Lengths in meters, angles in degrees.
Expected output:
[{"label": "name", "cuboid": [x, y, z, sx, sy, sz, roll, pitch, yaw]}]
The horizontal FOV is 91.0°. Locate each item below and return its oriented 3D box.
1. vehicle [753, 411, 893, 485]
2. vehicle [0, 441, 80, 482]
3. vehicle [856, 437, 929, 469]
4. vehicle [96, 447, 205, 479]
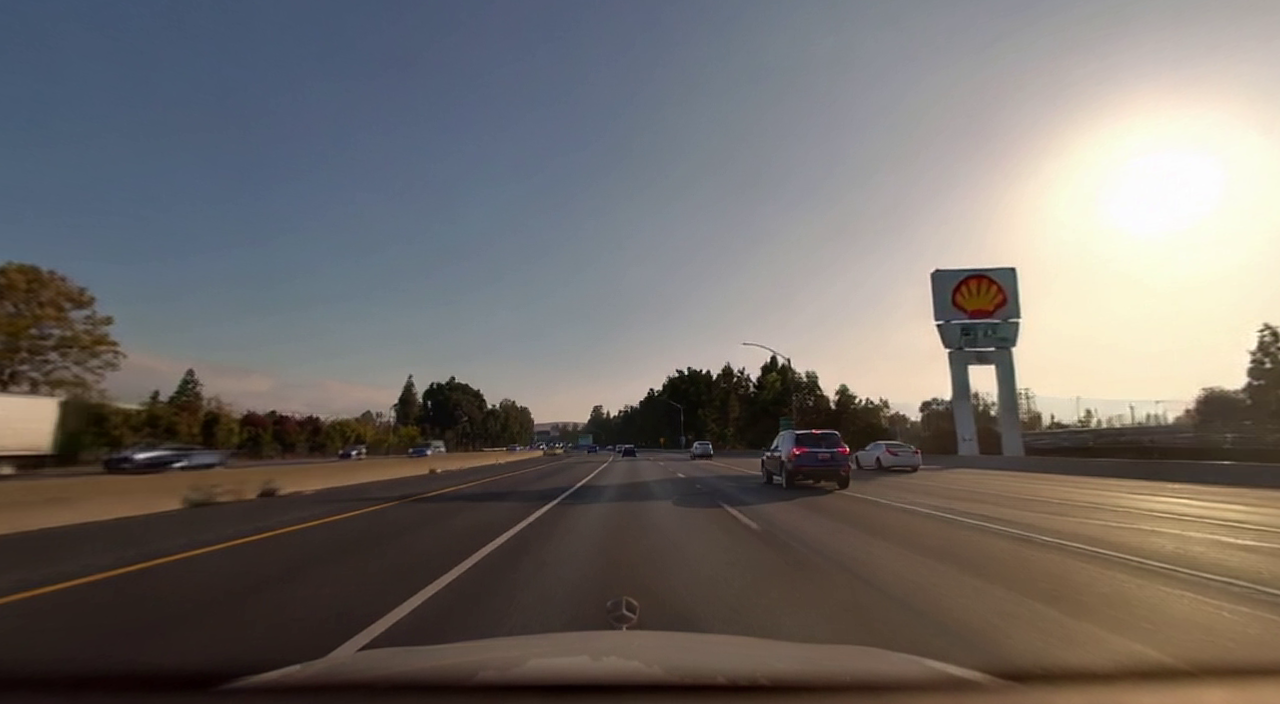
[{"label": "vehicle", "cuboid": [6.593, 3.651, 24.191, 2.779, 2.339, 8.073, 0, -8, -1]}, {"label": "vehicle", "cuboid": [-28.348, 4.887, 28.304, 1.965, 1.714, 4.772, 0, -8, -1]}, {"label": "vehicle", "cuboid": [13.849, 5.549, 34.797, 2.072, 1.611, 4.387, 0, -8, -2]}, {"label": "vehicle", "cuboid": [-24.867, 5.635, 32.216, 1.860, 1.459, 4.716, 0, -8, -1]}]
